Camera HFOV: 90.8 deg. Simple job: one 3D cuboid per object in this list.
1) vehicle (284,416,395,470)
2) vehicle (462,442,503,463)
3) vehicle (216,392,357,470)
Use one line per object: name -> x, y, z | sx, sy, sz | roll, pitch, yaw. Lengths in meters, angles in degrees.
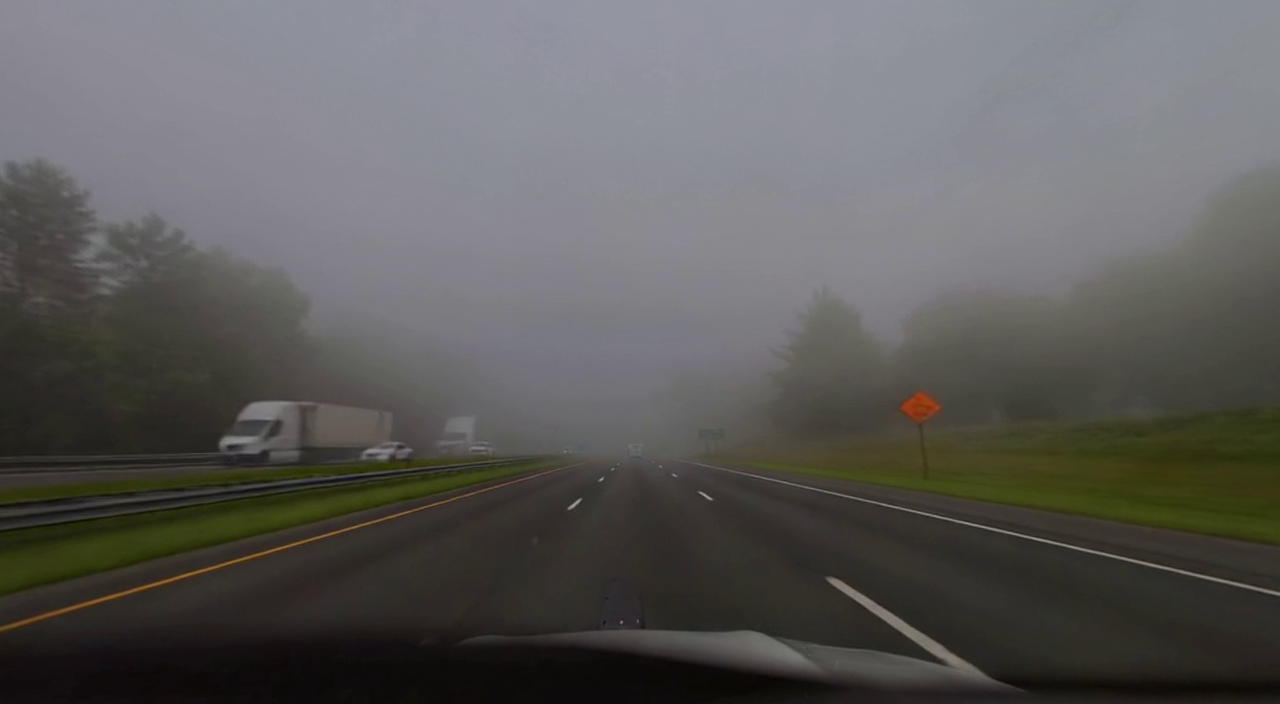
vehicle -> -15.278, 4.730, 32.694 | 2.524, 2.474, 6.600 | 0, -9, 0
vehicle -> -11.770, 7.545, 47.320 | 1.992, 1.503, 4.414 | 0, -9, -1
vehicle -> -19.305, 4.497, 35.273 | 3.262, 3.832, 7.945 | 0, -9, -1
